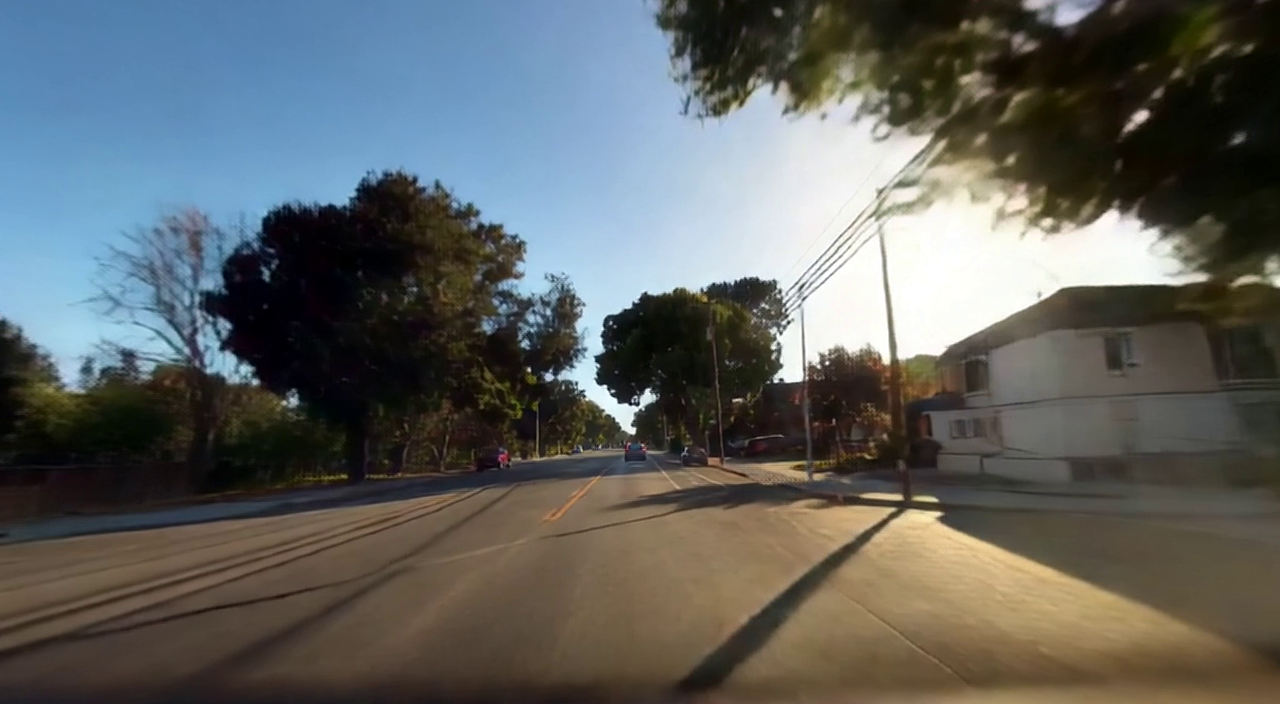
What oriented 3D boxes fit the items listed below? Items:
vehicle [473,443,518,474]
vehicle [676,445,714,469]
[{"bbox_3d":[-11.124,8.169,48.905,2.111,2.050,5.328,-6,-8,0],"label":"vehicle"},{"bbox_3d":[3.761,7.313,44.130,2.167,1.535,4.464,0,-8,-1],"label":"vehicle"}]
